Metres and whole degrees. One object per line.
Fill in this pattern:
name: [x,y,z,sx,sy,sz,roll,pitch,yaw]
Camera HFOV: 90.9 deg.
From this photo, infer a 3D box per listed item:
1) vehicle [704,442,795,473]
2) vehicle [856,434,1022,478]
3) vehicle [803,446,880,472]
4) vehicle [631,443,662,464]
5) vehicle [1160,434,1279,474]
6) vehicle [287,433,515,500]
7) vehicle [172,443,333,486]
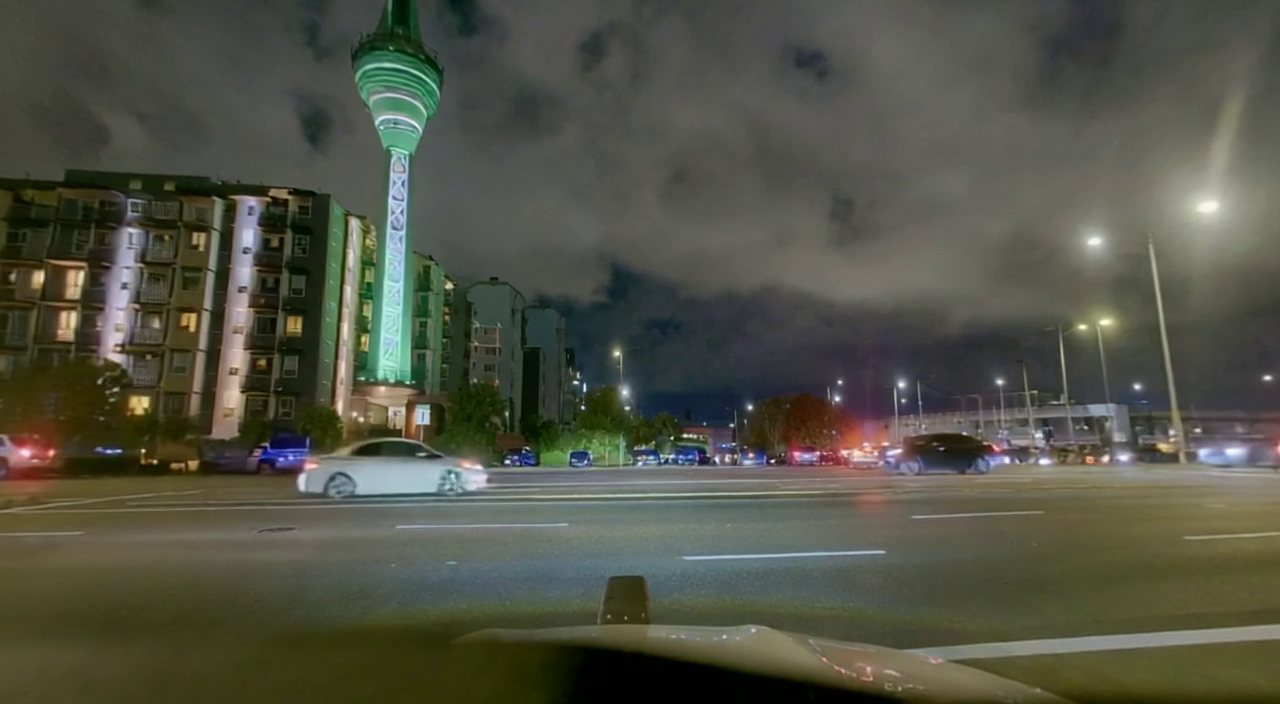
vehicle: [6.686,6.479,38.728,5.127,1.803,2.011,1,-9,-9]
vehicle: [10.890,3.780,23.080,5.371,1.488,1.763,1,-9,-11]
vehicle: [12.743,6.732,39.959,4.215,1.575,1.884,2,-9,-12]
vehicle: [0.426,7.588,47.123,1.845,1.509,3.855,1,-9,-6]
vehicle: [23.283,3.960,24.589,4.921,1.453,1.894,2,-9,-13]
vehicle: [-5.579,2.748,15.386,4.818,1.470,1.989,1,-9,-8]
vehicle: [-13.872,4.031,22.849,4.513,1.451,1.853,1,-9,-7]
